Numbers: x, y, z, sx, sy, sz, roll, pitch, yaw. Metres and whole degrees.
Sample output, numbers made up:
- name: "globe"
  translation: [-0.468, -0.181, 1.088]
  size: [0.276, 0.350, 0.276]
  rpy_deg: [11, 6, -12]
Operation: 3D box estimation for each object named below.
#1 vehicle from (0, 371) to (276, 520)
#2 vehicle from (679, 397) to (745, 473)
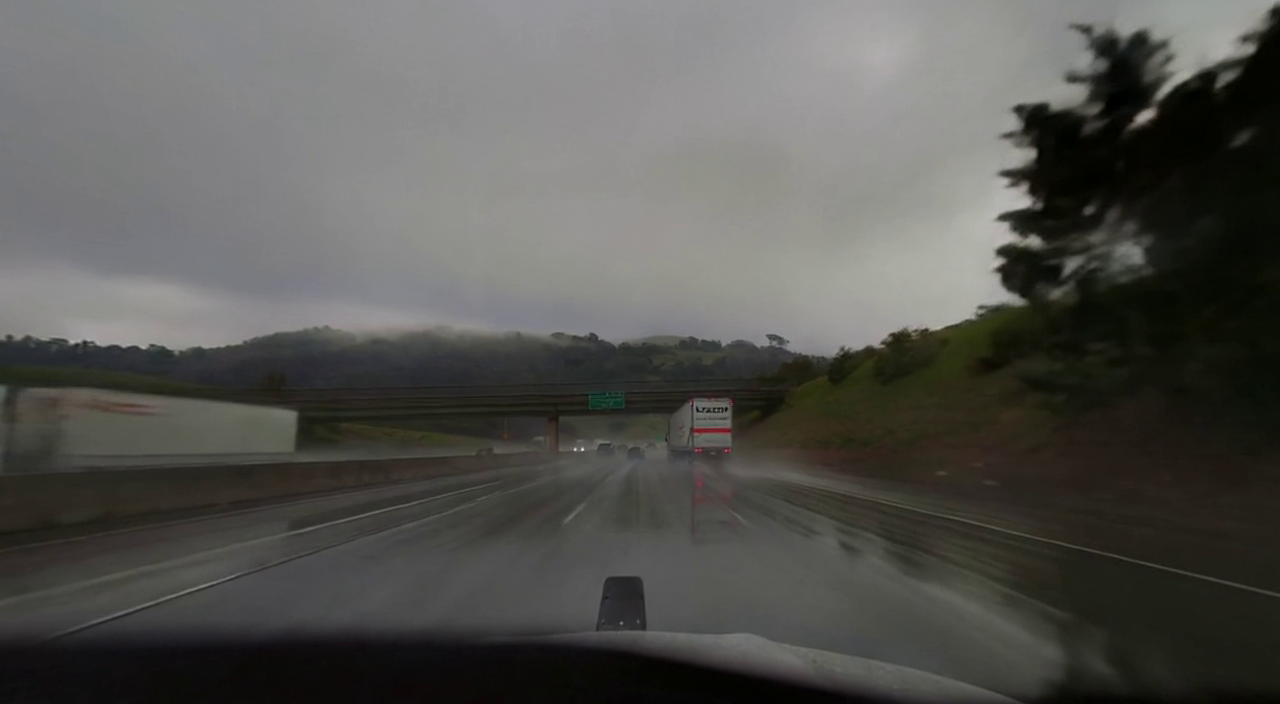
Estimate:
- name: "vehicle"
  translation: [-19.241, 3.542, 23.525]
  size: [2.909, 4.107, 14.066]
  rpy_deg: [0, -9, 0]
- name: "vehicle"
  translation: [4.065, 5.053, 37.782]
  size: [2.885, 3.992, 8.526]
  rpy_deg: [0, -9, 0]
